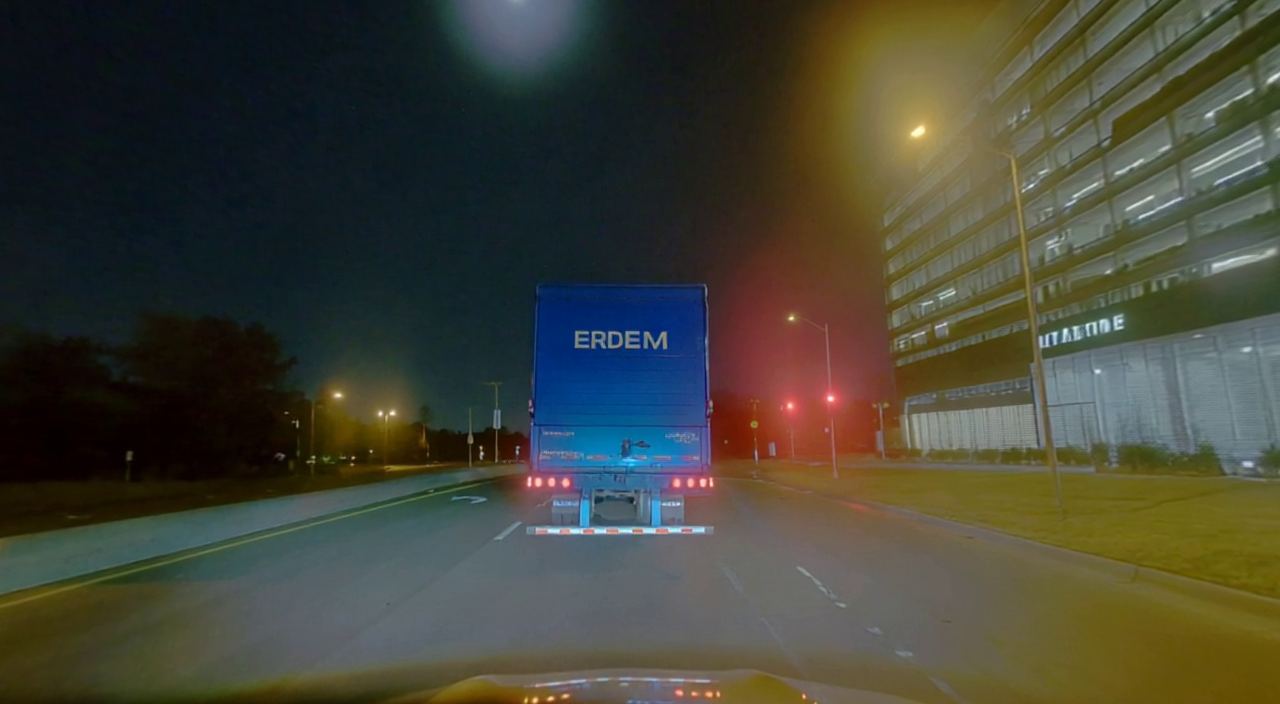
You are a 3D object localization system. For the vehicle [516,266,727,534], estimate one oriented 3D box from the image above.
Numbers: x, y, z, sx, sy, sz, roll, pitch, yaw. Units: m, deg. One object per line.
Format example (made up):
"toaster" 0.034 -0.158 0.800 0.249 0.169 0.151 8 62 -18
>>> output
"vehicle" -0.203 1.250 13.436 2.876 3.724 9.351 0 -8 1

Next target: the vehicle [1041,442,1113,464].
"vehicle" 31.356 7.218 45.166 1.652 1.423 3.797 5 -9 -35
